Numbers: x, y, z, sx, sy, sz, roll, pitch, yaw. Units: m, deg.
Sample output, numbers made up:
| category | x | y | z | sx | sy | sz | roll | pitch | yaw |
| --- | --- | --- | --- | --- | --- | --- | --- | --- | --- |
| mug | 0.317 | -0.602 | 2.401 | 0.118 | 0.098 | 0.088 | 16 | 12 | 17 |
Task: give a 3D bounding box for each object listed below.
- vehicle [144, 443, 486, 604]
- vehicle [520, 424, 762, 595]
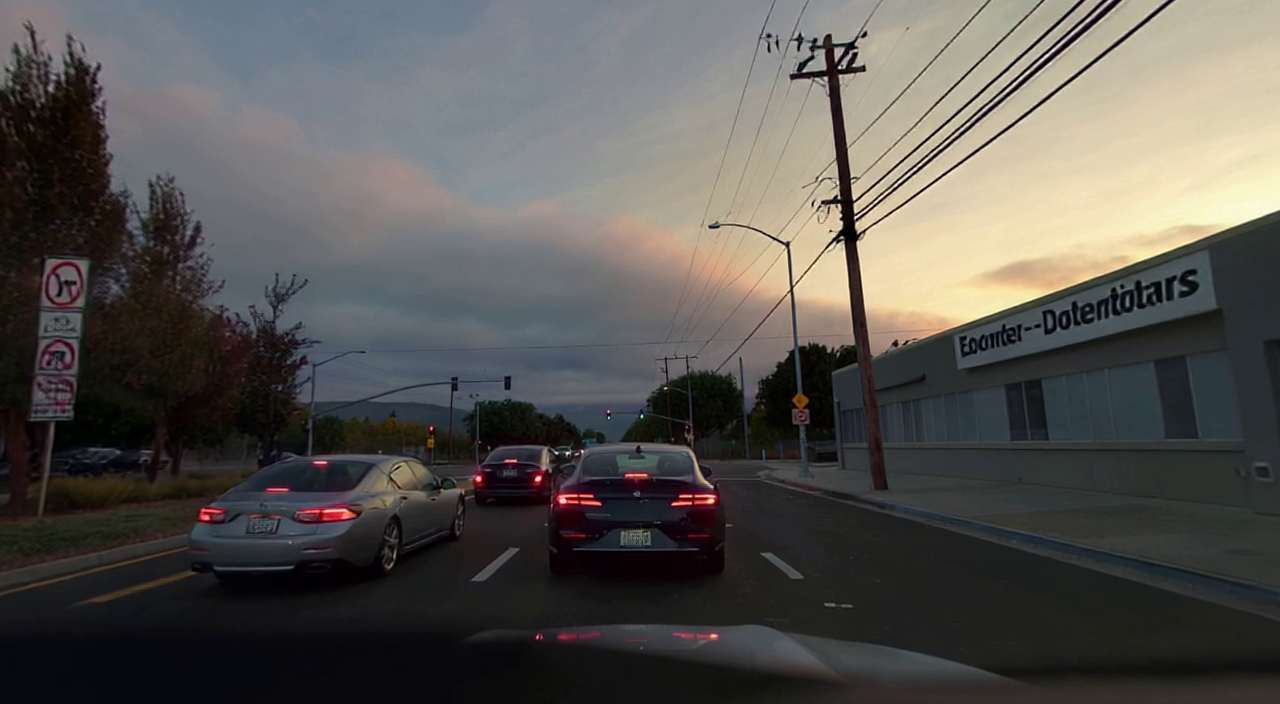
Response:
| category | x | y | z | sx | sy | sz | roll | pitch | yaw |
| --- | --- | --- | --- | --- | --- | --- | --- | --- | --- |
| vehicle | -3.233 | 1.746 | 7.350 | 1.765 | 1.319 | 4.013 | 0 | -9 | 1 |
| vehicle | -0.009 | 1.675 | 7.534 | 2.101 | 1.469 | 3.955 | 0 | -9 | 0 |
